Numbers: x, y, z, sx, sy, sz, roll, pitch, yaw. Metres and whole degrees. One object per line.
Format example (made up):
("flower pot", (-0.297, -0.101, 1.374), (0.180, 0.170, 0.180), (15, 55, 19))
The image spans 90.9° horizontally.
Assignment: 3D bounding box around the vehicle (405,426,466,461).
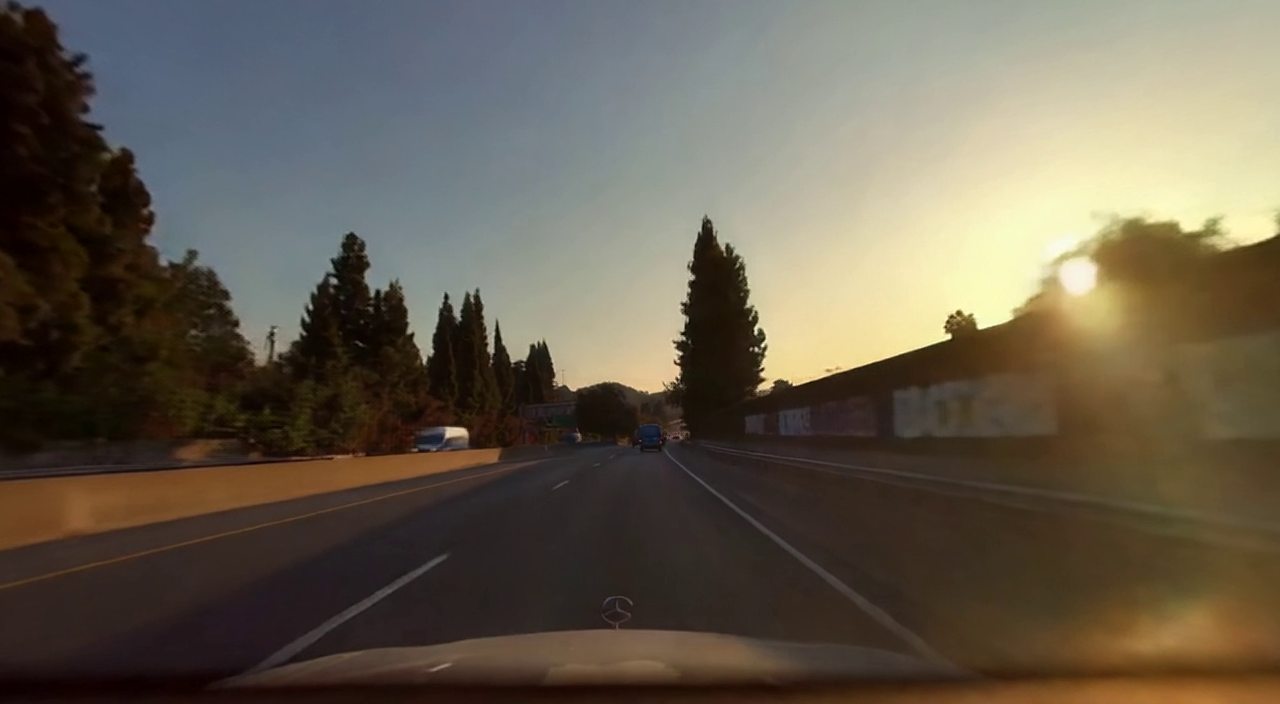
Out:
("vehicle", (-14.146, 6.358, 43.921), (2.452, 2.234, 5.008), (-1, -8, 2))
